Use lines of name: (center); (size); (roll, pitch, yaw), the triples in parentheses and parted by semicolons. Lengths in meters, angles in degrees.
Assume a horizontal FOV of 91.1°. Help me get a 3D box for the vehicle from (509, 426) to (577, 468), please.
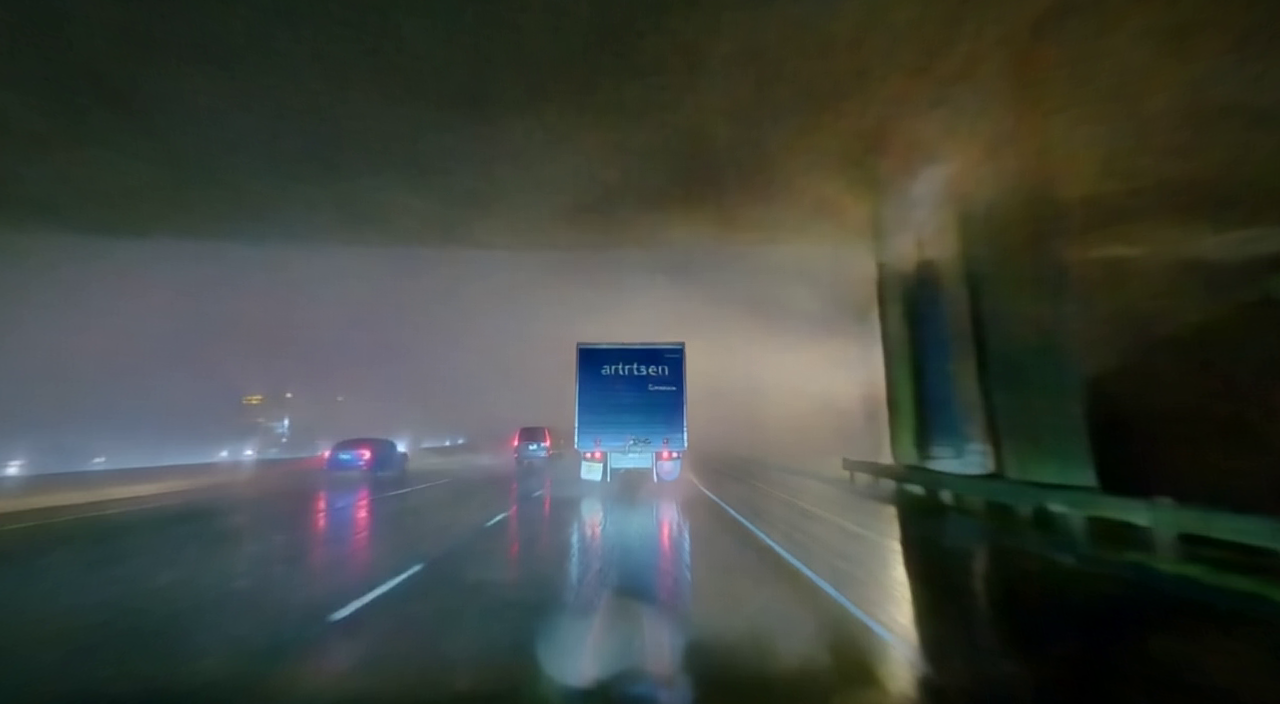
vehicle: (-4.159, 4.156, 27.832); (2.168, 1.671, 4.888); (0, -8, 1)

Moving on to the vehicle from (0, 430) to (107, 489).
vehicle: (-23.391, 3.971, 23.518); (2.265, 2.029, 5.280); (0, -8, -1)

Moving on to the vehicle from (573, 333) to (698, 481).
vehicle: (-0.189, 2.215, 22.827); (3.442, 4.106, 10.719); (0, -8, -1)

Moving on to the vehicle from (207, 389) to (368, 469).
vehicle: (-19.789, 4.530, 36.553); (3.034, 3.950, 10.763); (0, -8, 0)

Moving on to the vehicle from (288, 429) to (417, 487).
vehicle: (-8.266, 3.058, 18.556); (1.940, 1.488, 3.976); (0, -8, 0)

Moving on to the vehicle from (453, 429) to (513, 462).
vehicle: (-8.041, 4.836, 32.610); (1.981, 1.574, 4.561); (0, -8, 0)
